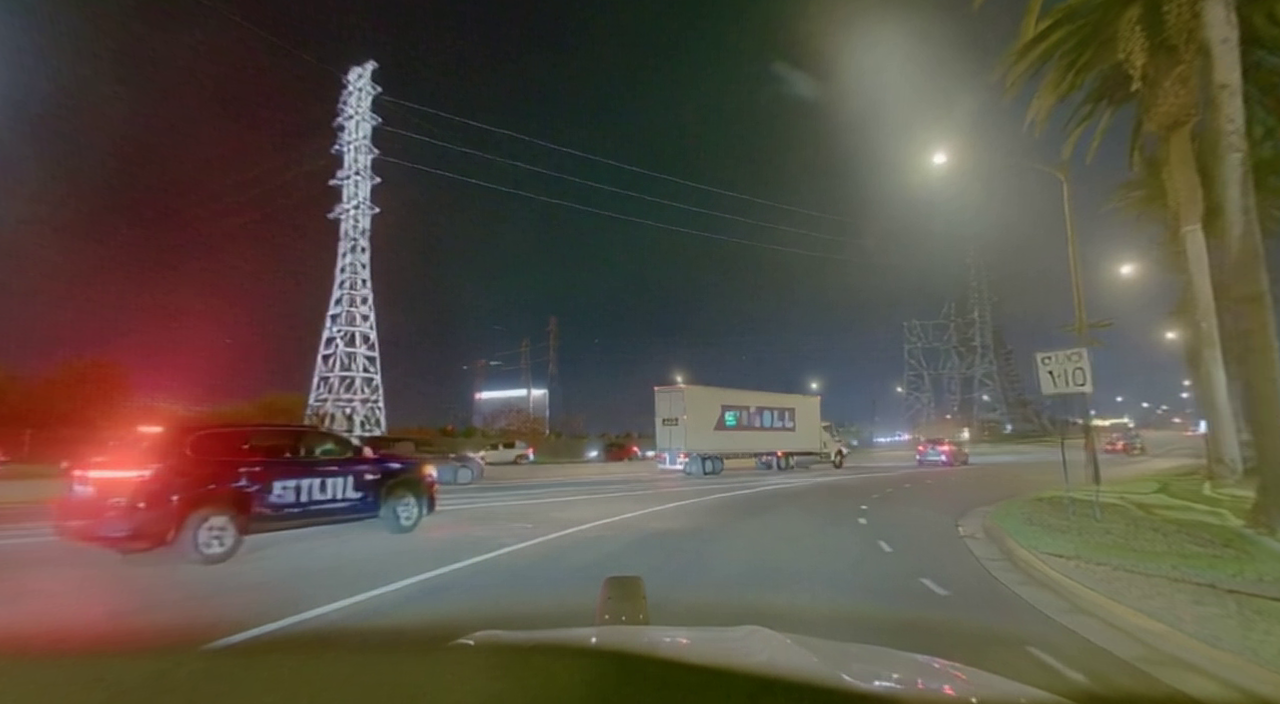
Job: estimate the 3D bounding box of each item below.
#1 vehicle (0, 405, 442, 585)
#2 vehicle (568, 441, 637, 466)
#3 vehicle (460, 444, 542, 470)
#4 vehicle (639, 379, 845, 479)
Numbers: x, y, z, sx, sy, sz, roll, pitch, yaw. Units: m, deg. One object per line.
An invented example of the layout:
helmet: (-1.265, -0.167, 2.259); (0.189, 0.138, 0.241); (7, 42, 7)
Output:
vehicle: (-5.785, 1.860, 9.174); (2.101, 1.848, 5.132); (-7, -11, 40)
vehicle: (-2.502, 6.869, 42.914); (4.532, 1.567, 1.847); (7, -11, -42)
vehicle: (-8.139, 6.148, 37.207); (4.419, 1.451, 1.792); (8, -12, -43)
vehicle: (5.256, 3.746, 29.907); (11.567, 3.933, 2.903); (7, -11, -41)
